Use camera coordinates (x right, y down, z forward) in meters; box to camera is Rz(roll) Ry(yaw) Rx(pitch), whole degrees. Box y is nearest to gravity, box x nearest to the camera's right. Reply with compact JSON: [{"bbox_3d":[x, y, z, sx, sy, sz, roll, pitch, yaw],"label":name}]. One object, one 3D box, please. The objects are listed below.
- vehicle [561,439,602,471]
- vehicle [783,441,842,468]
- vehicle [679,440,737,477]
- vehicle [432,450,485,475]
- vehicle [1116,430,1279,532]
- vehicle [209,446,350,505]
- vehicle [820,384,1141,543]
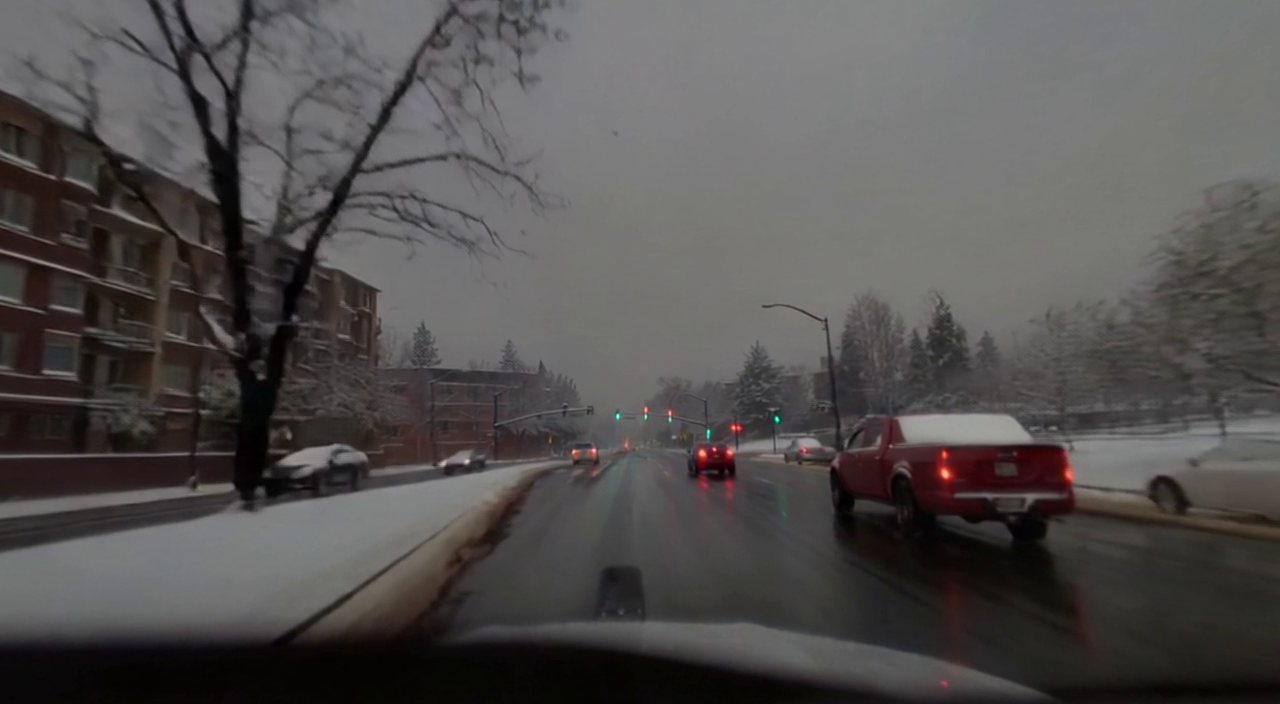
[{"bbox_3d":[-3.259,5.836,36.063,2.065,1.716,4.265,0,-8,-2],"label":"vehicle"},{"bbox_3d":[10.004,5.967,37.043,2.014,1.480,4.783,0,-8,-1],"label":"vehicle"},{"bbox_3d":[2.898,4.678,27.955,2.003,1.480,4.494,0,-8,-1],"label":"vehicle"},{"bbox_3d":[-11.767,7.188,41.291,2.028,1.490,4.475,0,-8,1],"label":"vehicle"},{"bbox_3d":[10.085,1.953,9.740,2.004,1.437,4.500,0,-8,1],"label":"vehicle"},{"bbox_3d":[-11.971,4.078,21.449,2.027,1.736,4.694,0,-8,-1],"label":"vehicle"},{"bbox_3d":[5.176,1.845,11.010,2.427,2.017,5.763,0,-8,1],"label":"vehicle"}]
